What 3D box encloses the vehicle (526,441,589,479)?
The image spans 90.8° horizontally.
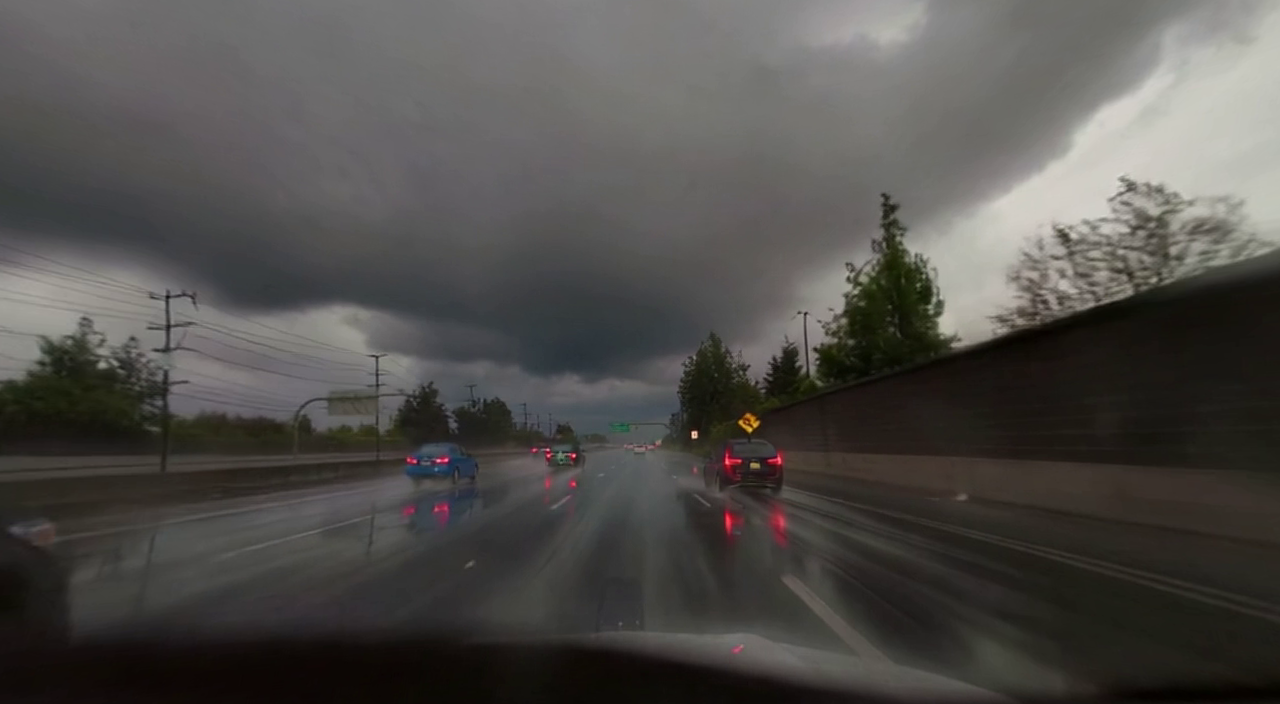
[{"bbox_3d":[-3.426,4.562,26.999,2.066,1.488,4.377,0,-8,1],"label":"vehicle"}]

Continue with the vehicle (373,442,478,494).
[{"bbox_3d":[-6.707,3.638,20.269,1.903,1.482,4.180,0,-8,0],"label":"vehicle"}]

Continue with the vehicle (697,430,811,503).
[{"bbox_3d":[2.837,2.979,16.856,2.100,1.659,4.387,0,-8,-1],"label":"vehicle"}]
